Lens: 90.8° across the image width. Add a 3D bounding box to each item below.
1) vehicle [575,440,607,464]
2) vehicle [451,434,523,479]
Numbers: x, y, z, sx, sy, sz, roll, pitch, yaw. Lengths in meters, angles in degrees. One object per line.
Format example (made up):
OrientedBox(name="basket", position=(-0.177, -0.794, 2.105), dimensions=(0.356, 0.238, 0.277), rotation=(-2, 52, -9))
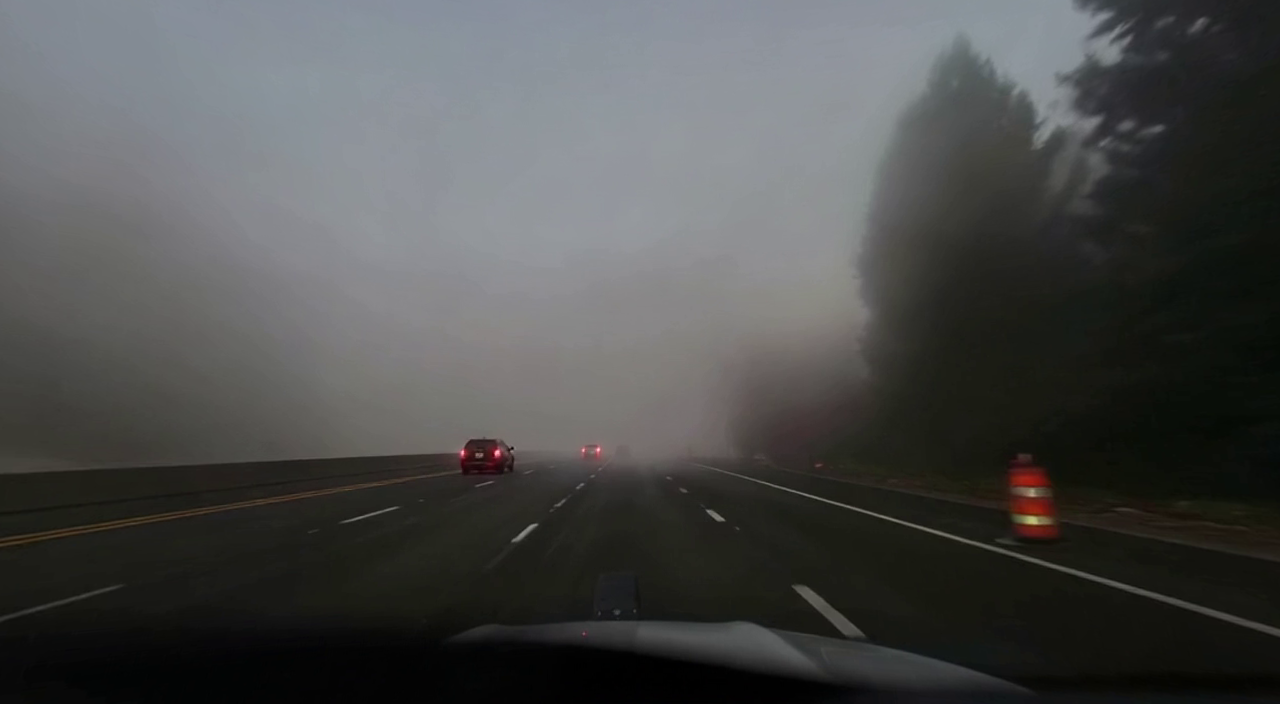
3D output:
OrientedBox(name="vehicle", position=(-3.661, 7.571, 47.900), dimensions=(2.099, 1.717, 4.461), rotation=(0, -9, -1))
OrientedBox(name="vehicle", position=(-6.505, 4.498, 27.472), dimensions=(2.036, 1.758, 4.529), rotation=(0, -9, -1))
